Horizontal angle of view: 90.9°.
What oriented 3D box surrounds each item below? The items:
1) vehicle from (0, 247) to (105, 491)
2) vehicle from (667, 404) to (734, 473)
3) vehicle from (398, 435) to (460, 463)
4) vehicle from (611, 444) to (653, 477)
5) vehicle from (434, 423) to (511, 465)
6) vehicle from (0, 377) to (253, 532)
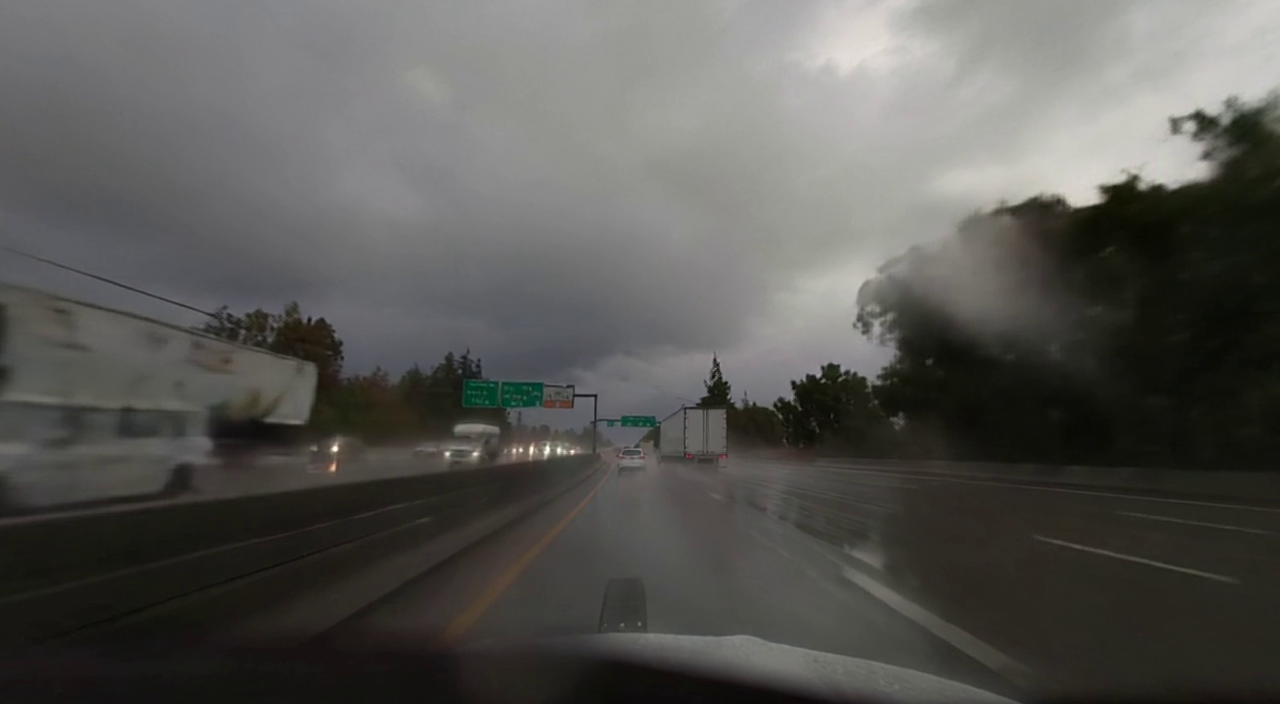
[{"bbox_3d":[-11.731,-0.257,6.622,2.937,3.843,10.296,0,-9,1],"label":"vehicle"},{"bbox_3d":[3.837,6.106,43.701,2.931,4.009,12.800,0,-9,-2],"label":"vehicle"},{"bbox_3d":[-11.844,5.488,35.689,1.979,1.491,4.502,0,-9,-1],"label":"vehicle"},{"bbox_3d":[-0.443,5.786,33.752,2.111,1.599,3.859,0,-9,-1],"label":"vehicle"},{"bbox_3d":[-7.576,4.279,29.103,2.099,1.725,5.303,0,-9,0],"label":"vehicle"},{"bbox_3d":[-7.212,1.190,7.353,1.993,1.486,5.318,0,-9,0],"label":"vehicle"}]
